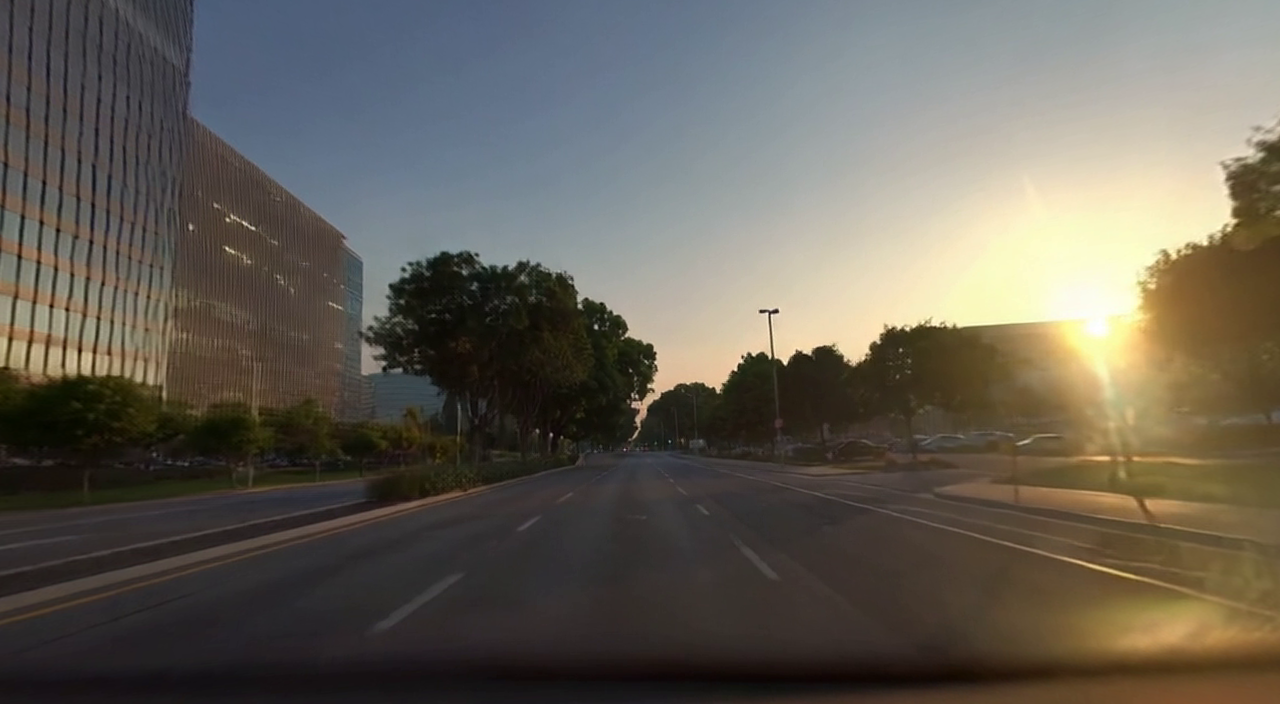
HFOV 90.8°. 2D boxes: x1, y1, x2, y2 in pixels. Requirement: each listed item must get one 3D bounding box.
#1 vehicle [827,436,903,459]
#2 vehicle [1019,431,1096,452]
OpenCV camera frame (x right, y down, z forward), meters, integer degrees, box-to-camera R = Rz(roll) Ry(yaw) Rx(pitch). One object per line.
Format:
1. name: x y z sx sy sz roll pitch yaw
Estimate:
1. vehicle: 17.243 7.356 48.566 4.938 1.729 2.098 0 -9 -4
2. vehicle: 30.167 6.466 45.749 4.324 1.472 1.711 0 -8 -1
